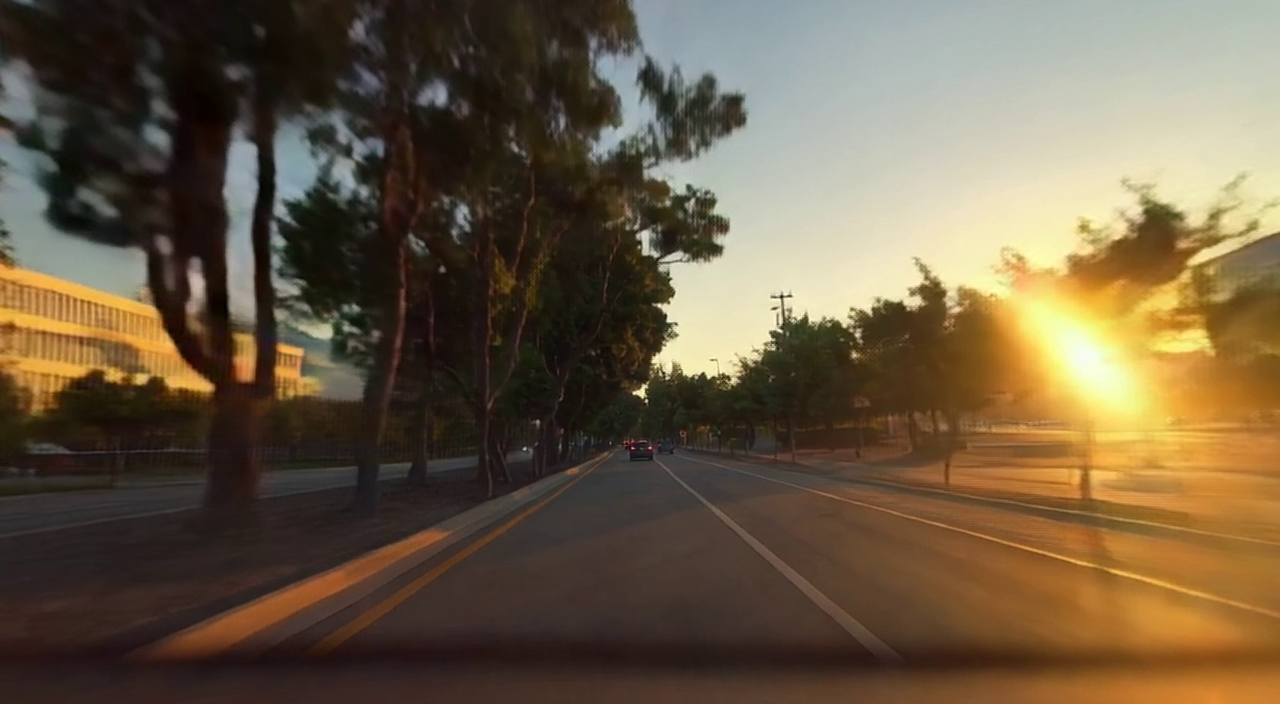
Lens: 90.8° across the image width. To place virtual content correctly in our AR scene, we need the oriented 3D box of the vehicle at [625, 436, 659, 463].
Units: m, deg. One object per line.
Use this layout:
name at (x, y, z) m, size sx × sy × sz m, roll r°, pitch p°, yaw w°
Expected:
vehicle at (0.092, 6.116, 39.573) m, size 2.048 × 1.584 × 4.393 m, roll 0°, pitch -8°, yaw -1°
